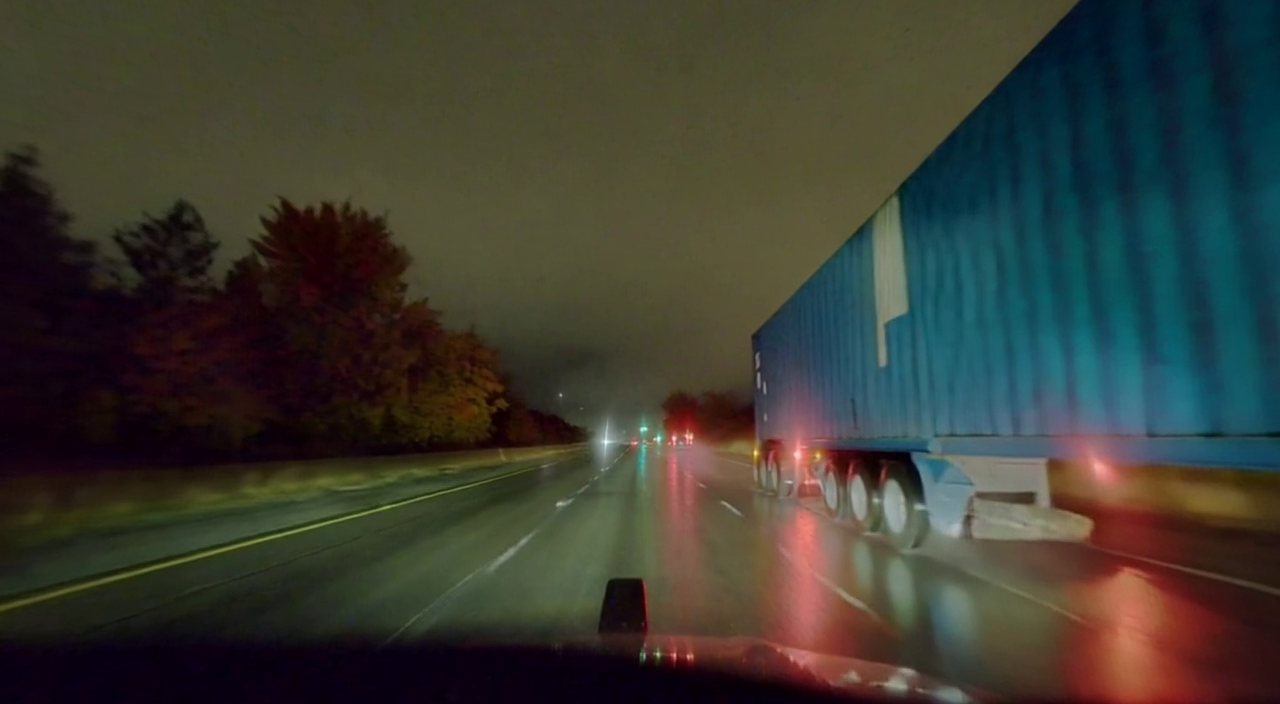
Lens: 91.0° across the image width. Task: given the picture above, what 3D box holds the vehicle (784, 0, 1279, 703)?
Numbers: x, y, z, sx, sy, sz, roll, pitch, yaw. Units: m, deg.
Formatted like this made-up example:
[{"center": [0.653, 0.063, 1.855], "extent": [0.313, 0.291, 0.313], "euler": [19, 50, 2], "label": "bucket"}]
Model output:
[{"center": [3.979, -0.121, 4.577], "extent": [2.903, 4.003, 13.046], "euler": [0, -8, 1], "label": "vehicle"}]
